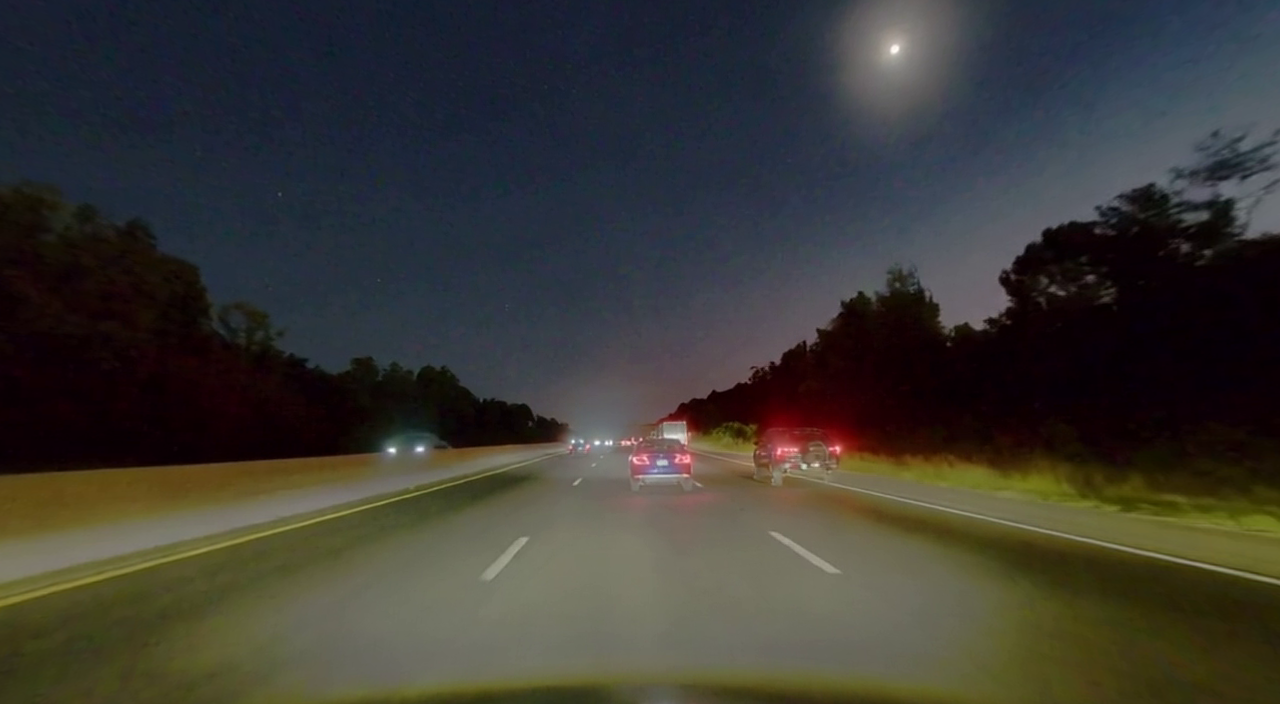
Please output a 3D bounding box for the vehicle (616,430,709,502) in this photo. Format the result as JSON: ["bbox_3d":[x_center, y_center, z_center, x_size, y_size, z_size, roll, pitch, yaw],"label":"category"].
[{"bbox_3d":[0.388,2.720,15.685,1.961,1.495,4.743,0,-8,-2],"label":"vehicle"}]

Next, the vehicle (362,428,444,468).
[{"bbox_3d":[-11.778,4.794,31.715,2.296,1.836,4.901,0,-8,-1],"label":"vehicle"}]

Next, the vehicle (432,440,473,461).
[{"bbox_3d":[-14.532,7.613,48.981,1.799,1.458,4.337,0,-8,1],"label":"vehicle"}]

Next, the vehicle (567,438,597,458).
[{"bbox_3d":[-4.496,7.491,49.540,2.055,1.466,4.317,0,-8,-1],"label":"vehicle"}]
